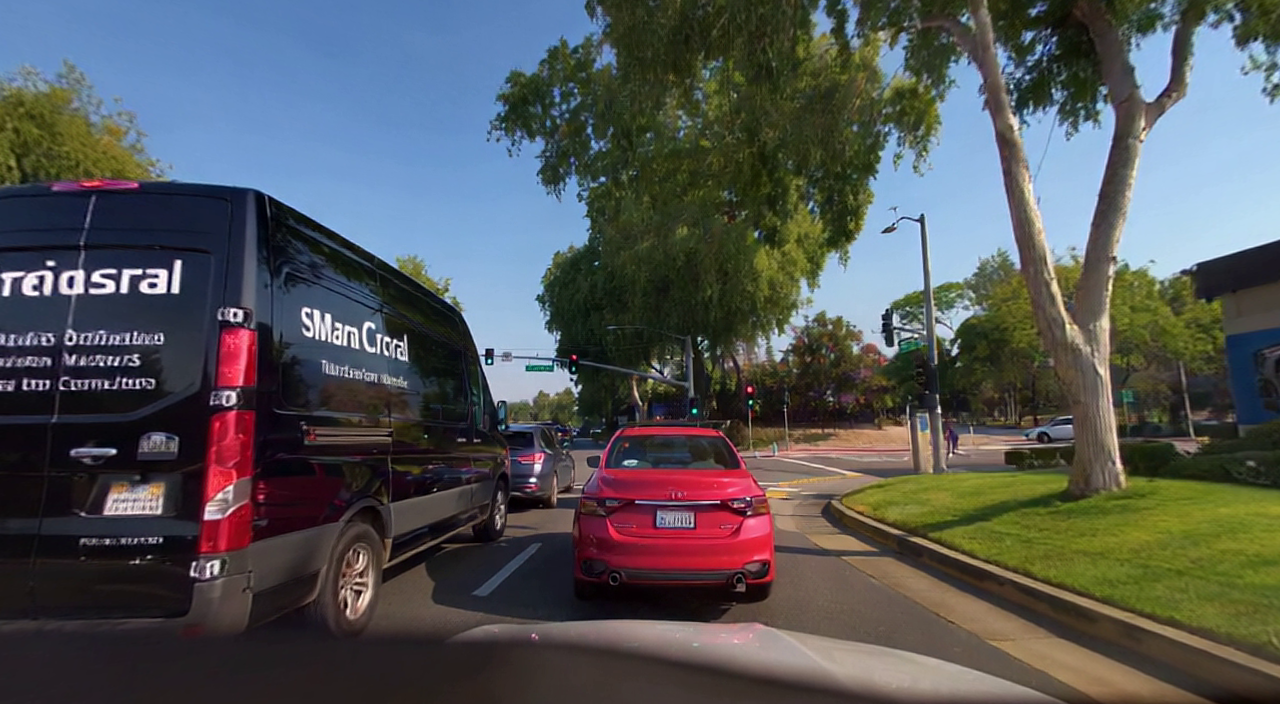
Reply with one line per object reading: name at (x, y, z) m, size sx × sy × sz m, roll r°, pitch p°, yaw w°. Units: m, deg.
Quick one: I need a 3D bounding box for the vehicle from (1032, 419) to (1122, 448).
vehicle at (32.002, 6.027, 46.154) m, size 5.084 × 2.041 × 2.360 m, roll 2°, pitch -9°, yaw -9°

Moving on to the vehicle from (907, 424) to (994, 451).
vehicle at (21.925, 6.063, 44.537) m, size 5.021 × 1.848 × 2.210 m, roll 1°, pitch -9°, yaw -9°

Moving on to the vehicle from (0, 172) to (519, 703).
vehicle at (-3.068, 0.901, 6.156) m, size 2.555 × 3.035 × 5.702 m, roll 0°, pitch -8°, yaw 0°

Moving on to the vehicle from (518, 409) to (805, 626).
vehicle at (0.330, 1.690, 7.472) m, size 2.398 × 1.773 × 4.254 m, roll -1°, pitch -8°, yaw 5°
